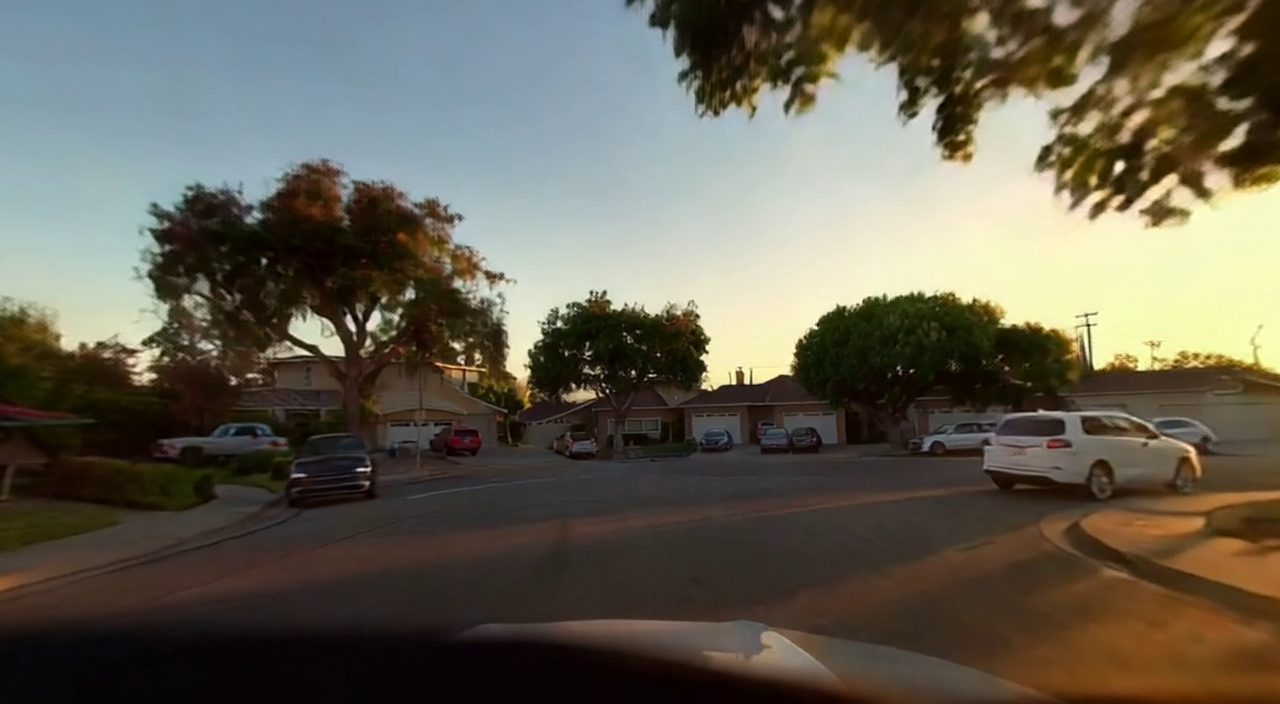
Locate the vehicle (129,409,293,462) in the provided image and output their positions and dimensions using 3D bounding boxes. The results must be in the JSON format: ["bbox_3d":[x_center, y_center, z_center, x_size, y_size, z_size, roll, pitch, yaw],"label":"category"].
[{"bbox_3d":[-14.996,2.938,22.227,4.400,1.717,2.067,-2,-7,7],"label":"vehicle"}]

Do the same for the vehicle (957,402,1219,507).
[{"bbox_3d":[9.126,1.996,12.870,4.863,1.784,2.109,3,-8,-26],"label":"vehicle"}]

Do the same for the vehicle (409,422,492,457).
[{"bbox_3d":[-10.664,4.877,35.324,2.305,1.824,5.096,7,-10,-44],"label":"vehicle"}]

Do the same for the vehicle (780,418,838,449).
[{"bbox_3d":[9.827,4.812,37.153,2.160,1.695,4.183,-1,-7,-1],"label":"vehicle"}]

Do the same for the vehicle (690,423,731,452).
[{"bbox_3d":[4.007,4.922,36.475,1.833,1.540,3.532,-1,-7,-2],"label":"vehicle"}]

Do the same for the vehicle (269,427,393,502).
[{"bbox_3d":[-7.339,2.582,15.201,2.236,1.459,4.832,3,-8,-25],"label":"vehicle"}]

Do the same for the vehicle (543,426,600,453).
[{"bbox_3d":[-4.194,5.233,37.827,1.932,1.518,4.343,3,-8,-27],"label":"vehicle"}]

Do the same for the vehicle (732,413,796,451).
[{"bbox_3d":[6.997,4.603,36.317,2.455,2.018,5.271,-1,-7,-1],"label":"vehicle"}]

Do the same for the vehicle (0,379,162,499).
[{"bbox_3d":[-11.851,1.513,10.911,5.143,1.832,2.461,0,-7,-2],"label":"vehicle"}]
